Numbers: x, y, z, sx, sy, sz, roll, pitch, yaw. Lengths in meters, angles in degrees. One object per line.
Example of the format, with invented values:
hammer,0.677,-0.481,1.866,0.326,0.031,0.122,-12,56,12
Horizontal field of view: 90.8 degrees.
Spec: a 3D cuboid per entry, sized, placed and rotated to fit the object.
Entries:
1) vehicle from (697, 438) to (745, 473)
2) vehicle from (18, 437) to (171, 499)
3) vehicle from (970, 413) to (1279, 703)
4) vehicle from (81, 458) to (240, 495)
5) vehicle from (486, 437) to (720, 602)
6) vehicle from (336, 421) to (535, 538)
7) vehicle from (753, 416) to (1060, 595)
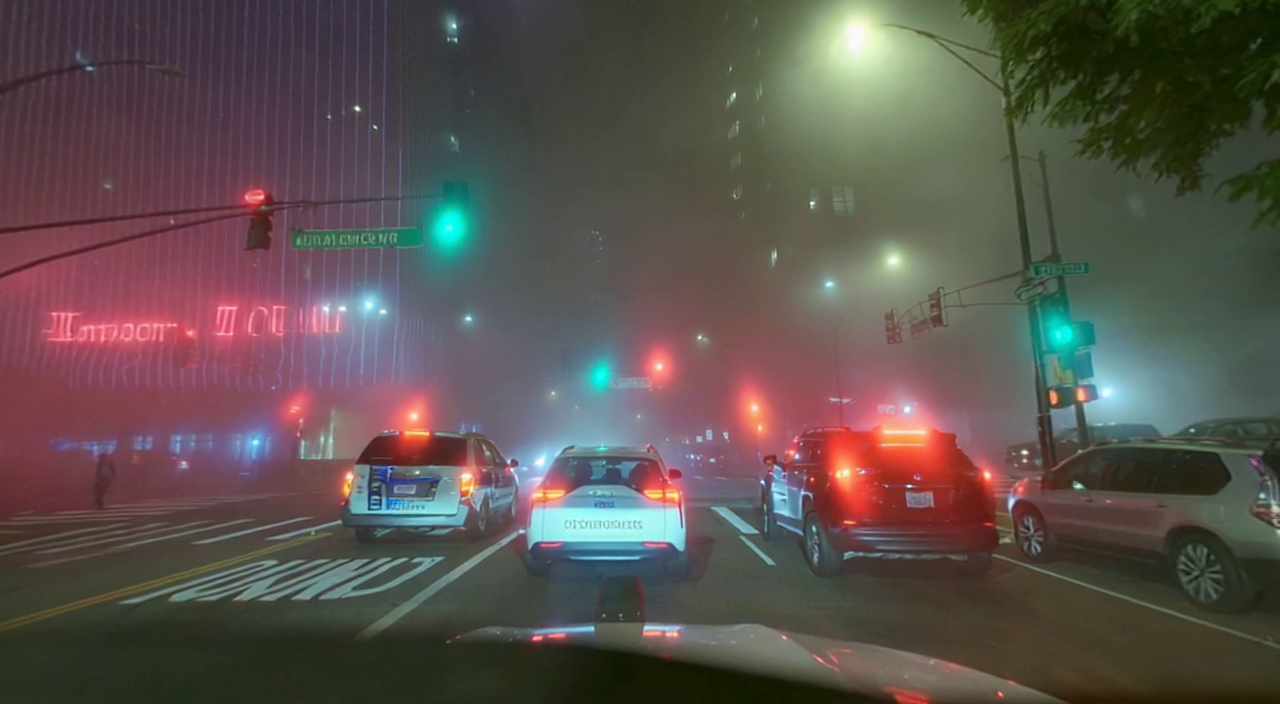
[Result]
vehicle,5.669,7.333,45.048,2.420,2.300,5.313,0,-8,-3
vehicle,-30.862,6.530,35.953,5.896,3.276,2.809,1,-8,1
vehicle,2.754,0.810,1.124,1.902,1.454,4.540,0,-8,0
vehicle,-20.177,5.238,26.748,5.153,1.449,1.966,0,-8,1
vehicle,-0.361,1.812,7.804,2.092,1.454,4.132,0,-8,-1
vehicle,-3.685,2.412,12.700,2.190,1.840,5.272,0,-8,0
vehicle,3.043,1.852,8.630,2.072,1.735,4.759,0,-8,0
